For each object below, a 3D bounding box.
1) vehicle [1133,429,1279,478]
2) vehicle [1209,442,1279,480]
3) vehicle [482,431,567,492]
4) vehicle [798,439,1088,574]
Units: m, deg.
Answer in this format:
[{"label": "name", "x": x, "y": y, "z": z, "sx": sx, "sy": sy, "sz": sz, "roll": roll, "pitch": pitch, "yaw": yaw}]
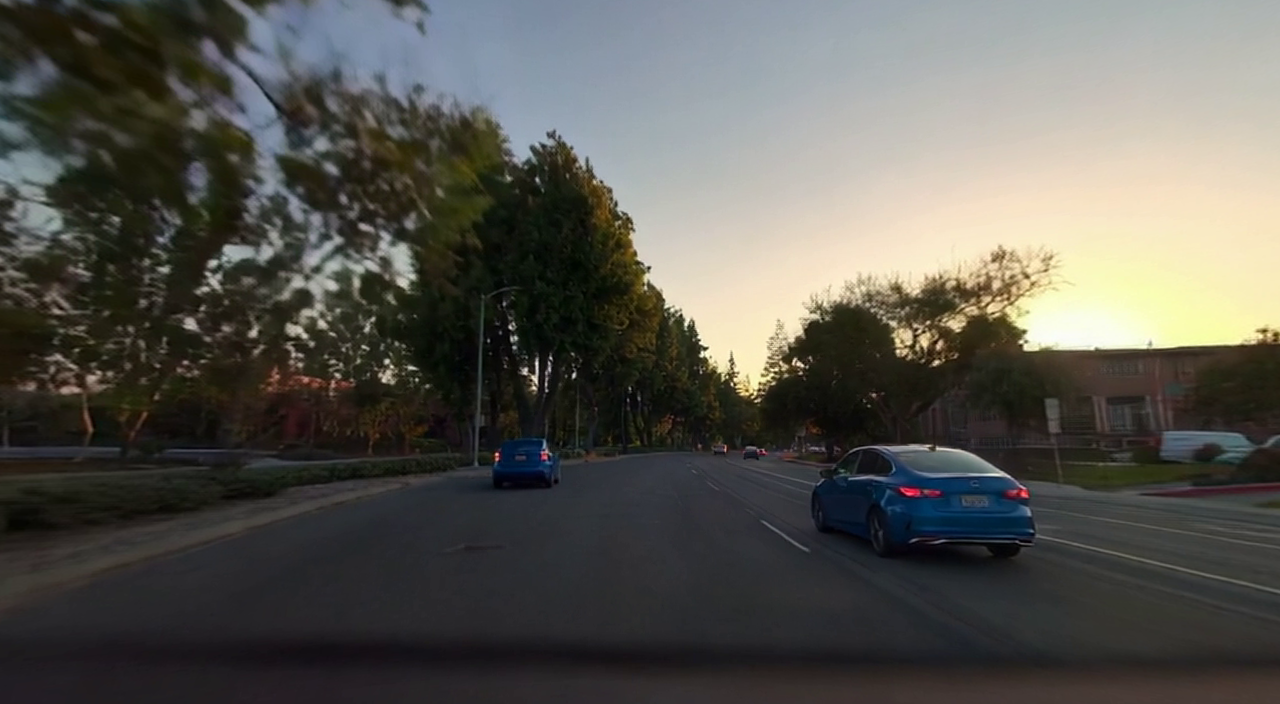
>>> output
[{"label": "vehicle", "x": 24.634, "y": 4.349, "z": 27.218, "sx": 5.801, "sy": 1.933, "sz": 2.289, "roll": 3, "pitch": -9, "yaw": -18}, {"label": "vehicle", "x": 24.962, "y": 4.288, "z": 25.028, "sx": 3.608, "sy": 1.401, "sz": 1.822, "roll": 2, "pitch": -9, "yaw": -16}, {"label": "vehicle", "x": -3.504, "y": 3.393, "z": 19.964, "sx": 2.085, "sy": 1.693, "sz": 4.301, "roll": 0, "pitch": -8, "yaw": -3}, {"label": "vehicle", "x": 3.784, "y": 1.960, "z": 8.953, "sx": 1.918, "sy": 1.418, "sz": 4.360, "roll": 0, "pitch": -8, "yaw": 0}]
